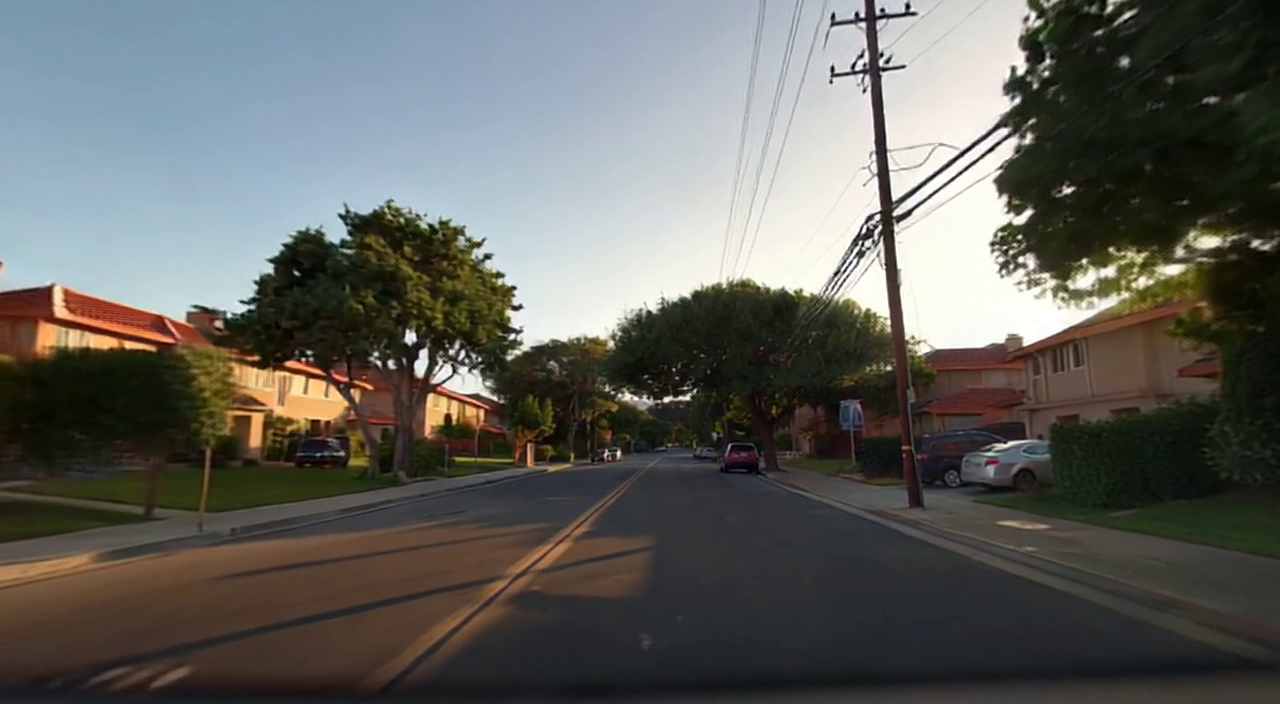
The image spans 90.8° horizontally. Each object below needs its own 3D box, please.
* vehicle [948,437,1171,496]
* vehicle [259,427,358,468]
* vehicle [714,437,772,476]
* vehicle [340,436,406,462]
[{"bbox_3d":[11.296,3.109,17.336,4.625,1.501,2.011,-1,-8,3],"label":"vehicle"},{"bbox_3d":[-16.253,4.748,31.387,2.034,1.829,5.161,0,-9,1],"label":"vehicle"},{"bbox_3d":[5.266,5.427,33.071,2.114,1.858,5.144,0,-8,-1],"label":"vehicle"},{"bbox_3d":[-19.207,7.057,45.719,2.139,1.746,5.099,-1,-9,5],"label":"vehicle"}]
